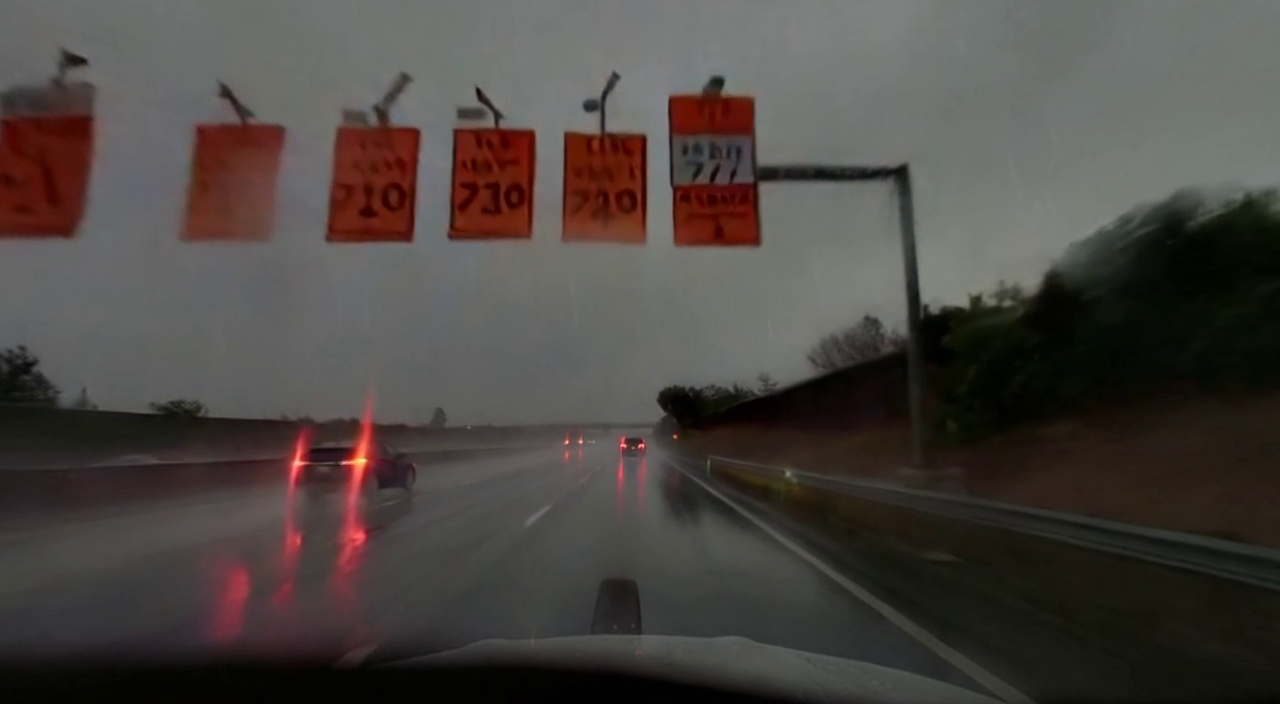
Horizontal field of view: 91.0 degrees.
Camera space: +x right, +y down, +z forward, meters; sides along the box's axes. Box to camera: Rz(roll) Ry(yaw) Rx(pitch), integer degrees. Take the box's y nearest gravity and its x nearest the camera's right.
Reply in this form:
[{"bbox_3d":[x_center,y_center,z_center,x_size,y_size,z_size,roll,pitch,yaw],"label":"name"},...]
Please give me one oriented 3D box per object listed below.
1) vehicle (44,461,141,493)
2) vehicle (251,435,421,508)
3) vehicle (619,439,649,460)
[{"bbox_3d":[-27.302,6.221,31.563,1.637,1.384,3.701,0,-8,-3],"label":"vehicle"},{"bbox_3d":[-7.272,2.868,15.741,1.939,1.504,4.727,0,-8,-1],"label":"vehicle"},{"bbox_3d":[-0.419,7.023,45.462,2.072,1.440,3.690,0,-8,-1],"label":"vehicle"}]
